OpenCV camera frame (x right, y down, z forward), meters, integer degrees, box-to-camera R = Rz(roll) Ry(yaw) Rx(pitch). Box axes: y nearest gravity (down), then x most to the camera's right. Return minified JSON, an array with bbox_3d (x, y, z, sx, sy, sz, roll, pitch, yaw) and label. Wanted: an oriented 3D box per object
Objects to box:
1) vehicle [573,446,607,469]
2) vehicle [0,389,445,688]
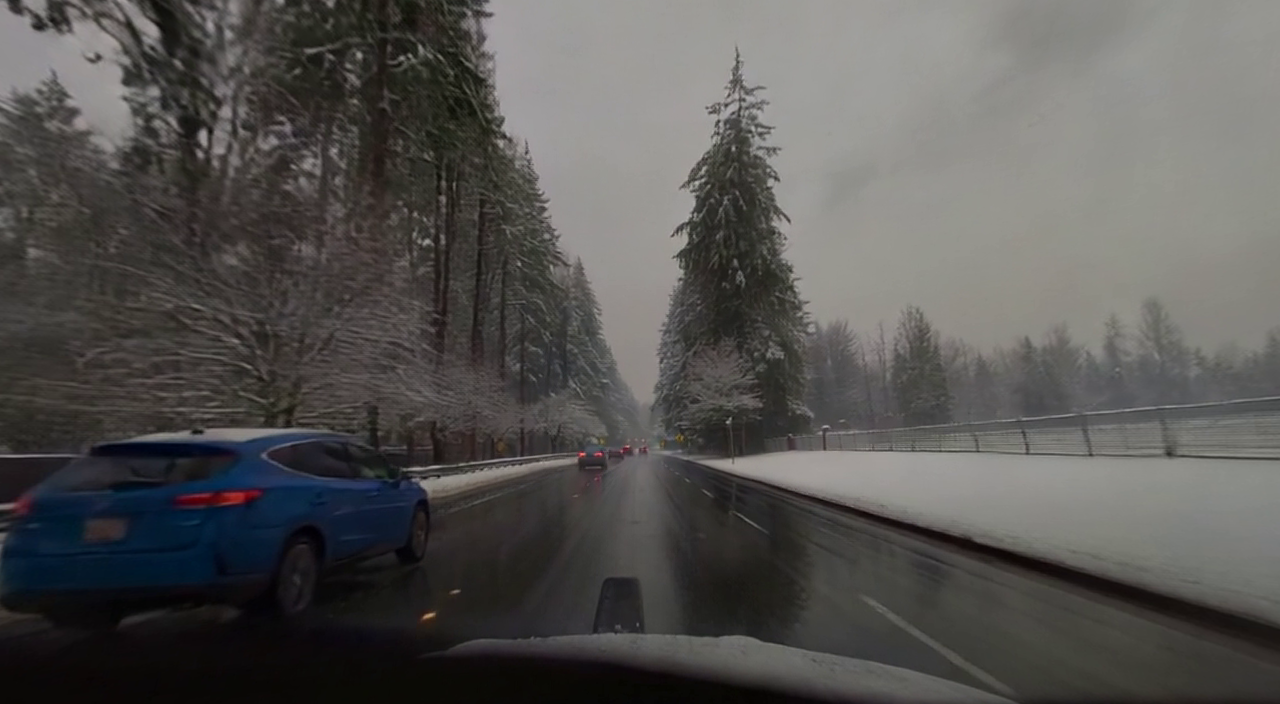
[{"bbox_3d":[-3.210,6.928,41.578,1.870,1.431,4.317,0,-9,0],"label":"vehicle"},{"bbox_3d":[-3.473,1.374,5.850,1.919,1.650,4.546,0,-9,-1],"label":"vehicle"}]
